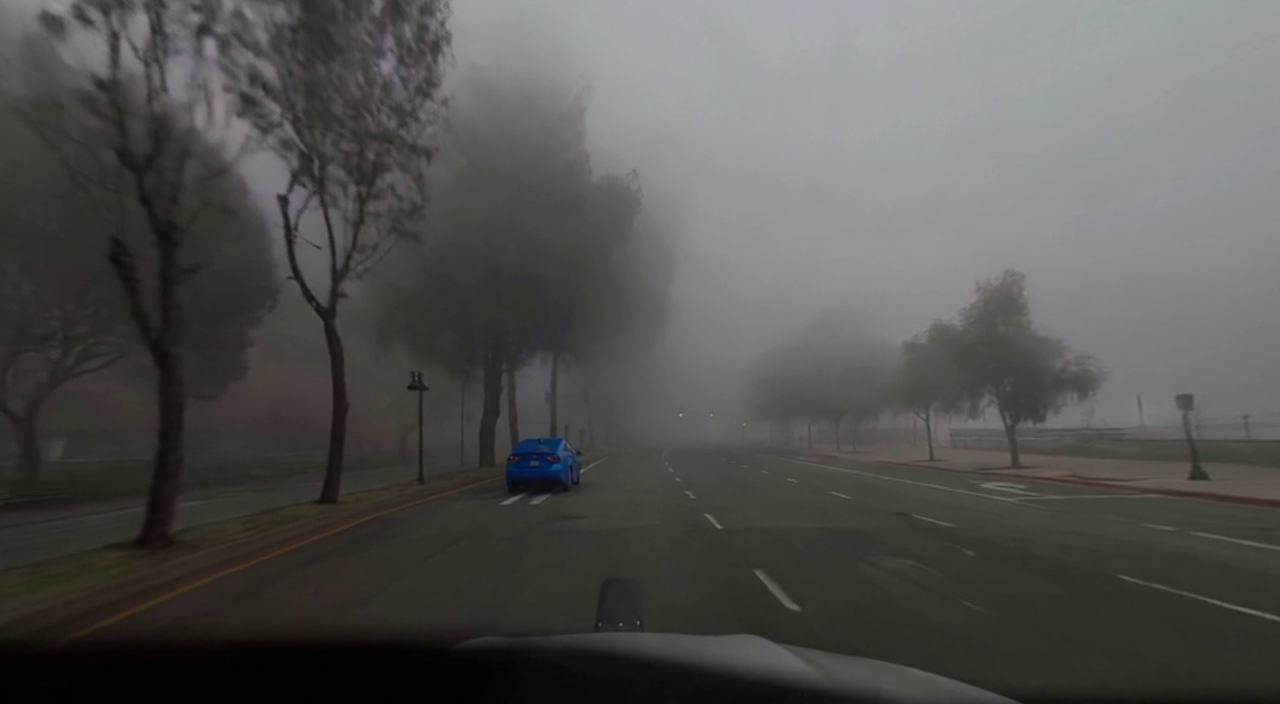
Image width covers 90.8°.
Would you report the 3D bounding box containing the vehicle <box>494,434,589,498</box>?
[{"bbox_3d":[-2.522,3.017,17.338,2.042,1.479,4.601,0,-7,-2],"label":"vehicle"}]
